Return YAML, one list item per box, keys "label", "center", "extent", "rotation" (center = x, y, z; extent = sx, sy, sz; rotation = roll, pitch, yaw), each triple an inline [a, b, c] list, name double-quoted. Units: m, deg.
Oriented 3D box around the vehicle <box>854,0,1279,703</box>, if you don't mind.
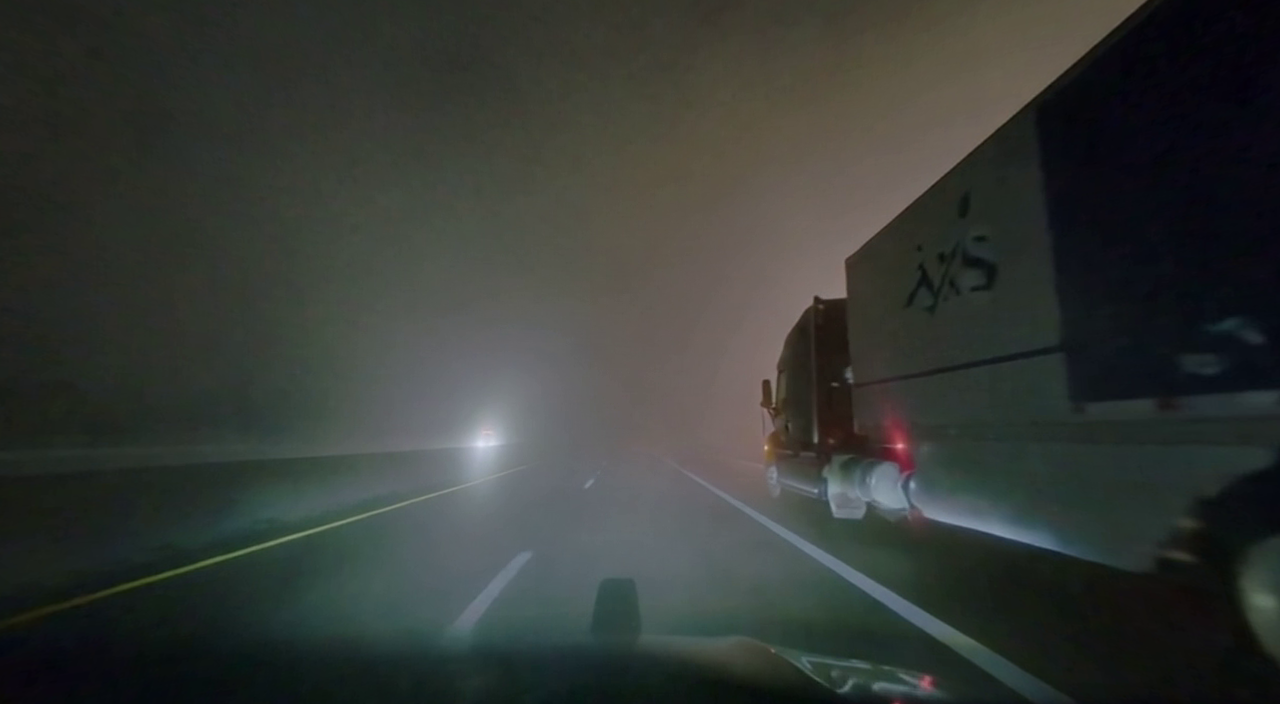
- label: "vehicle"
  center: [4.556, -0.266, 3.251]
  extent: [3.162, 3.950, 10.161]
  rotation: [0, -8, -1]
